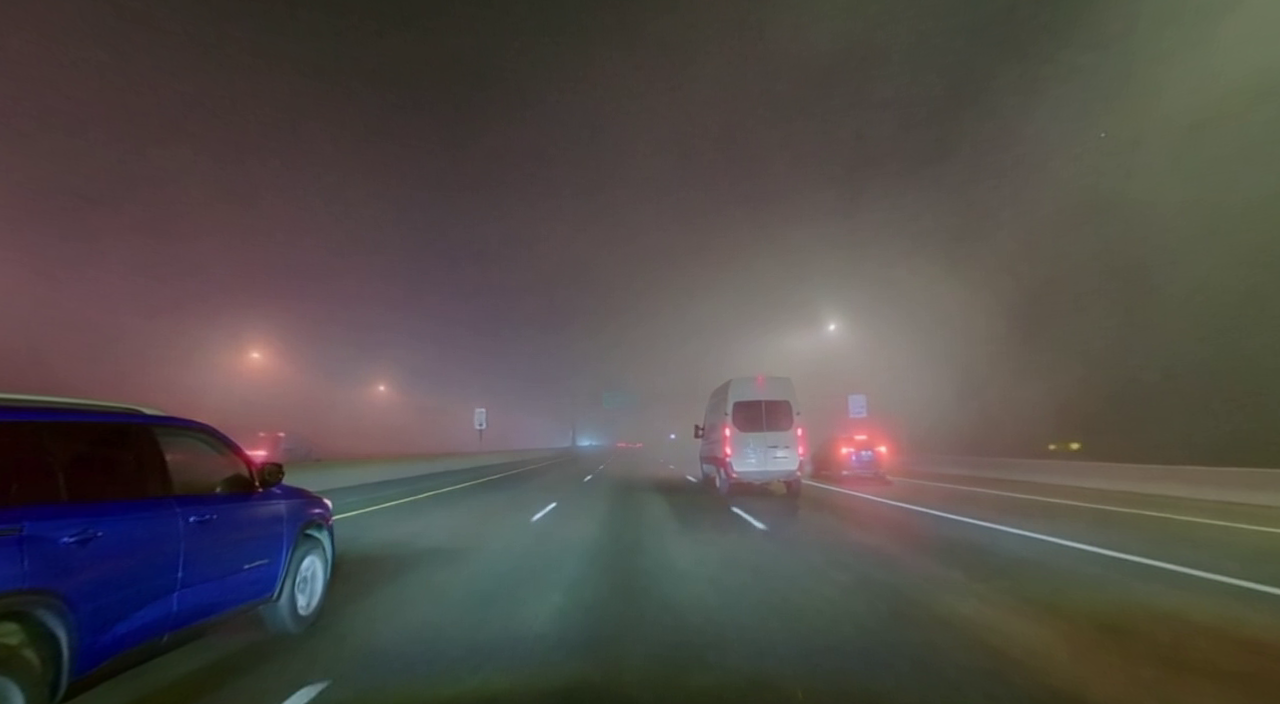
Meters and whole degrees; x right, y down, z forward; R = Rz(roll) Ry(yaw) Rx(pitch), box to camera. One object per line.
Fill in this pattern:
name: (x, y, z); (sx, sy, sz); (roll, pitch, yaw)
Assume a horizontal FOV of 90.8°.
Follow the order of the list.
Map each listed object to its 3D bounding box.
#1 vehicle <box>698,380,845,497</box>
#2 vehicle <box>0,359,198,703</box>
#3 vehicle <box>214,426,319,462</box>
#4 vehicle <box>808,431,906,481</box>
vehicle: (3.356, 2.490, 18.111); (2.629, 2.718, 6.740); (0, -8, -1)
vehicle: (-3.893, 0.734, 1.964); (2.000, 1.646, 4.201); (0, -8, -1)
vehicle: (-18.029, 4.483, 30.809); (2.044, 1.573, 4.964); (0, -8, 1)
vehicle: (7.650, 3.708, 22.762); (1.978, 1.621, 4.320); (0, -8, 0)
